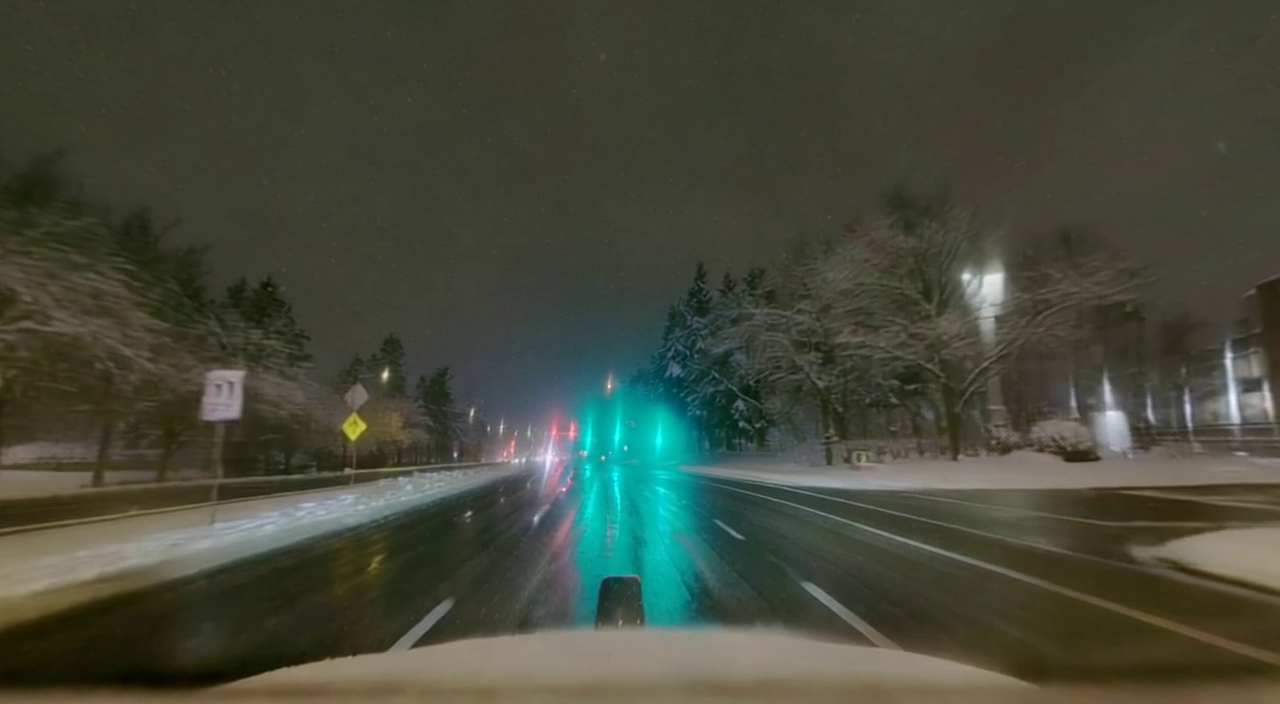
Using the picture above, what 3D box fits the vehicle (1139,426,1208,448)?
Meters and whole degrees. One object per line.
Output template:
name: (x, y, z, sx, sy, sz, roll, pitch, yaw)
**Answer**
vehicle: (41.757, 6.677, 49.610, 1.787, 1.584, 4.606, 0, -9, 7)
